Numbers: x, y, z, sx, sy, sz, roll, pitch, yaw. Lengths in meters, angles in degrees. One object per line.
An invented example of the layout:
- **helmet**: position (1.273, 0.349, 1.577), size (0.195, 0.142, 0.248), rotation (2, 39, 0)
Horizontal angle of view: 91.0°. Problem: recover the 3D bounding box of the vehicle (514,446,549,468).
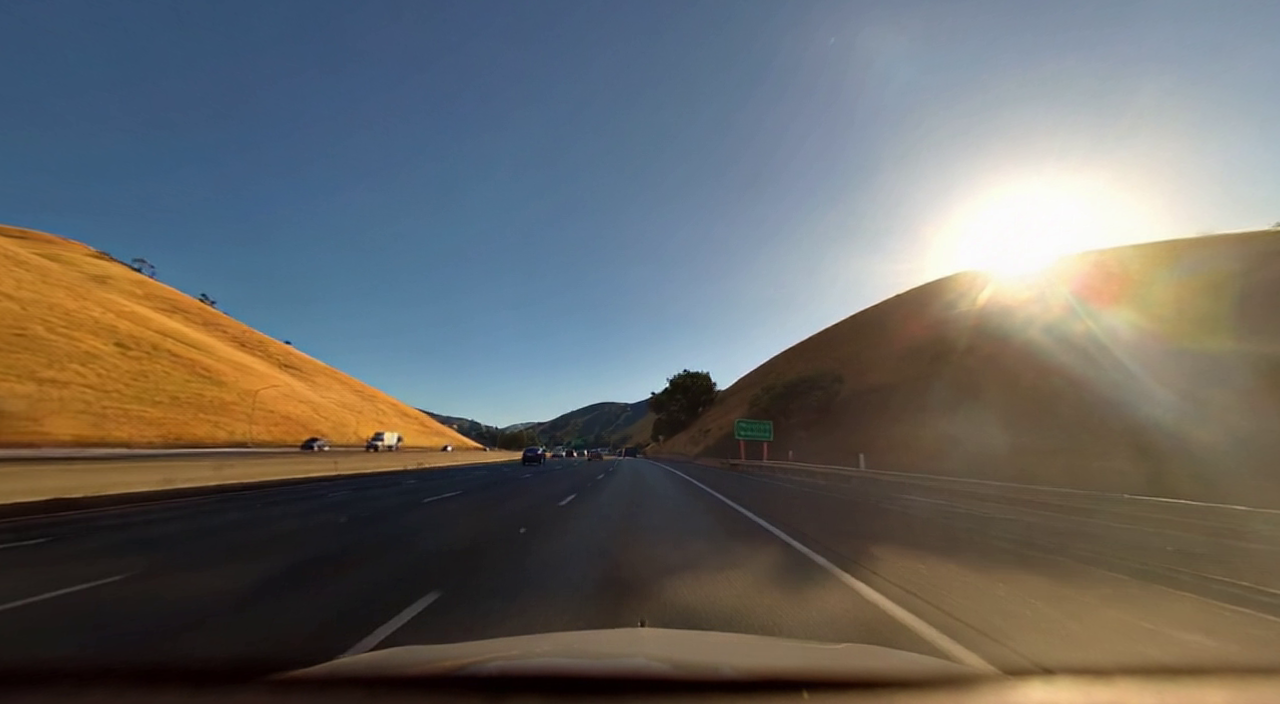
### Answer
- **vehicle**: position (-8.523, 8.274, 49.769), size (2.045, 1.624, 4.338), rotation (0, -9, -1)
